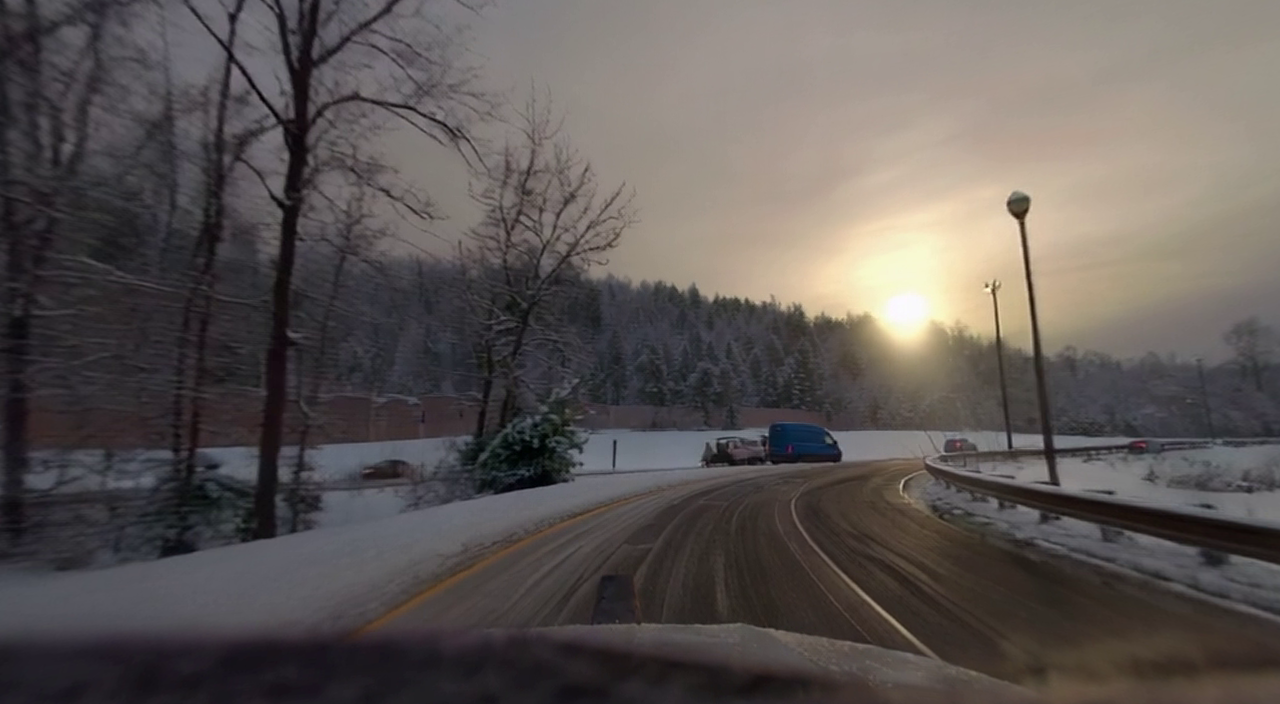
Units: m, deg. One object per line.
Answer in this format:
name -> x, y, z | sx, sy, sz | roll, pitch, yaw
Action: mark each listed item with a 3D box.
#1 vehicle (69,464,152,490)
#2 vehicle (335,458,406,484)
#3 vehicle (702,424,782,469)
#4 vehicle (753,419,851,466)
vehicle -> -33.146, 7.802, 39.571 | 3.769, 1.375, 1.608 | 5, -10, -34
vehicle -> -17.727, 7.815, 41.552 | 3.983, 1.518, 1.730 | 6, -10, -35
vehicle -> 6.485, 5.961, 39.902 | 4.784, 2.535, 2.203 | 3, -10, -38
vehicle -> 11.245, 6.221, 43.476 | 7.155, 2.942, 2.420 | 6, -10, -36
